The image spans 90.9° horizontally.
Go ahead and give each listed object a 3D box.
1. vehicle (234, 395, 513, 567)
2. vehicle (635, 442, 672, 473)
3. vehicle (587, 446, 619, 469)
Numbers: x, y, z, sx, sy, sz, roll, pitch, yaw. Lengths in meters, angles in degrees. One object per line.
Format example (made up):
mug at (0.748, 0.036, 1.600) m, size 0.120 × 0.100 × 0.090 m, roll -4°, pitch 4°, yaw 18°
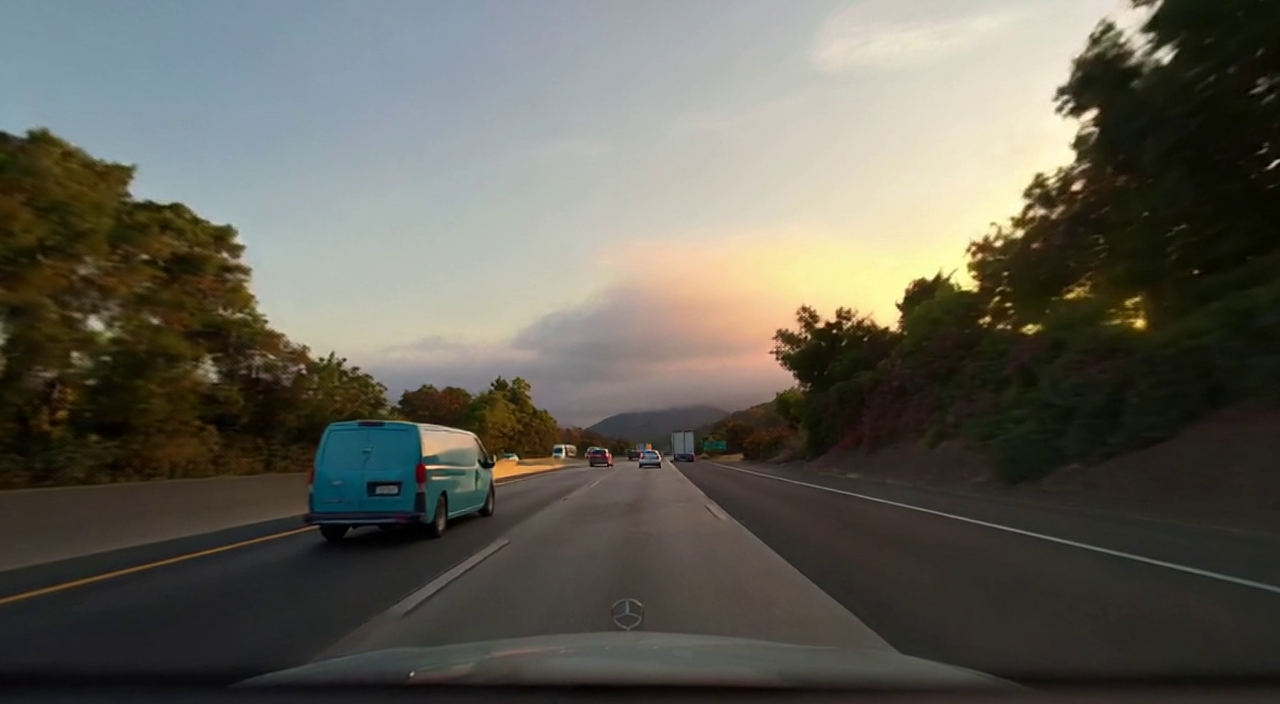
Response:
vehicle at (-3.659, 1.909, 10.023) m, size 2.167 × 1.991 × 5.062 m, roll 0°, pitch -9°, yaw 0°
vehicle at (0.838, 6.703, 40.226) m, size 2.209 × 1.825 × 4.036 m, roll -1°, pitch -9°, yaw 1°
vehicle at (-2.839, 8.258, 49.568) m, size 2.112 × 1.707 × 4.530 m, roll -1°, pitch -9°, yaw 1°
